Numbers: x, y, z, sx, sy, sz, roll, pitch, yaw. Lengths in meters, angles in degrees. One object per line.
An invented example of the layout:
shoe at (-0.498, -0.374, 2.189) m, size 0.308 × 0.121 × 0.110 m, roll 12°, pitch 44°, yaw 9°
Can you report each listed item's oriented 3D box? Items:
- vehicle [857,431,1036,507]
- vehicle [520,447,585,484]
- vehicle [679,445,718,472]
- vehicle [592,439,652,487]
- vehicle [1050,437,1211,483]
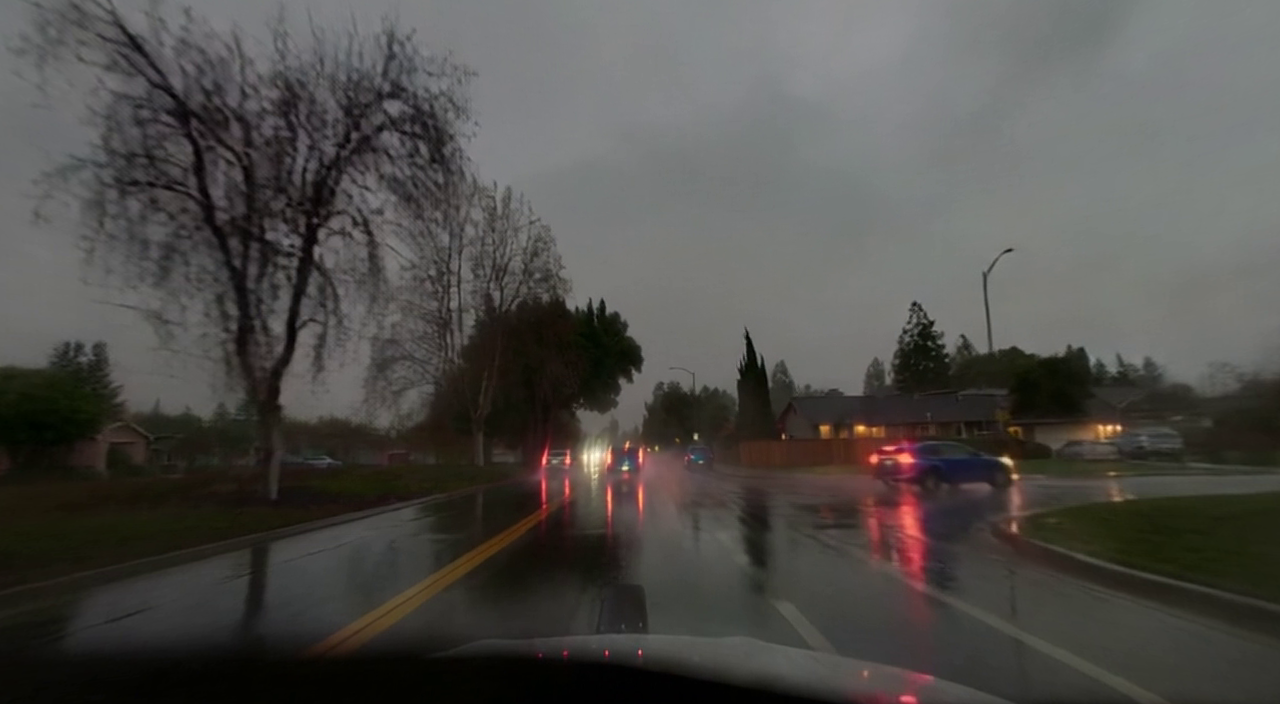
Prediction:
vehicle at (8.086, 2.972, 16.404) m, size 4.820 × 1.677 × 2.192 m, roll 7°, pitch -11°, yaw -38°
vehicle at (-3.640, 4.818, 27.018) m, size 2.032 × 1.433 × 4.458 m, roll 0°, pitch -8°, yaw 1°
vehicle at (4.090, 7.532, 44.643) m, size 2.332 × 1.769 × 4.518 m, roll 0°, pitch -8°, yaw 1°
vehicle at (-0.634, 4.422, 25.345) m, size 2.220 × 1.742 × 4.047 m, roll 0°, pitch -8°, yaw 1°
vehicle at (18.973, 4.190, 24.460) m, size 4.532 × 1.674 × 2.051 m, roll 0°, pitch -9°, yaw -1°
